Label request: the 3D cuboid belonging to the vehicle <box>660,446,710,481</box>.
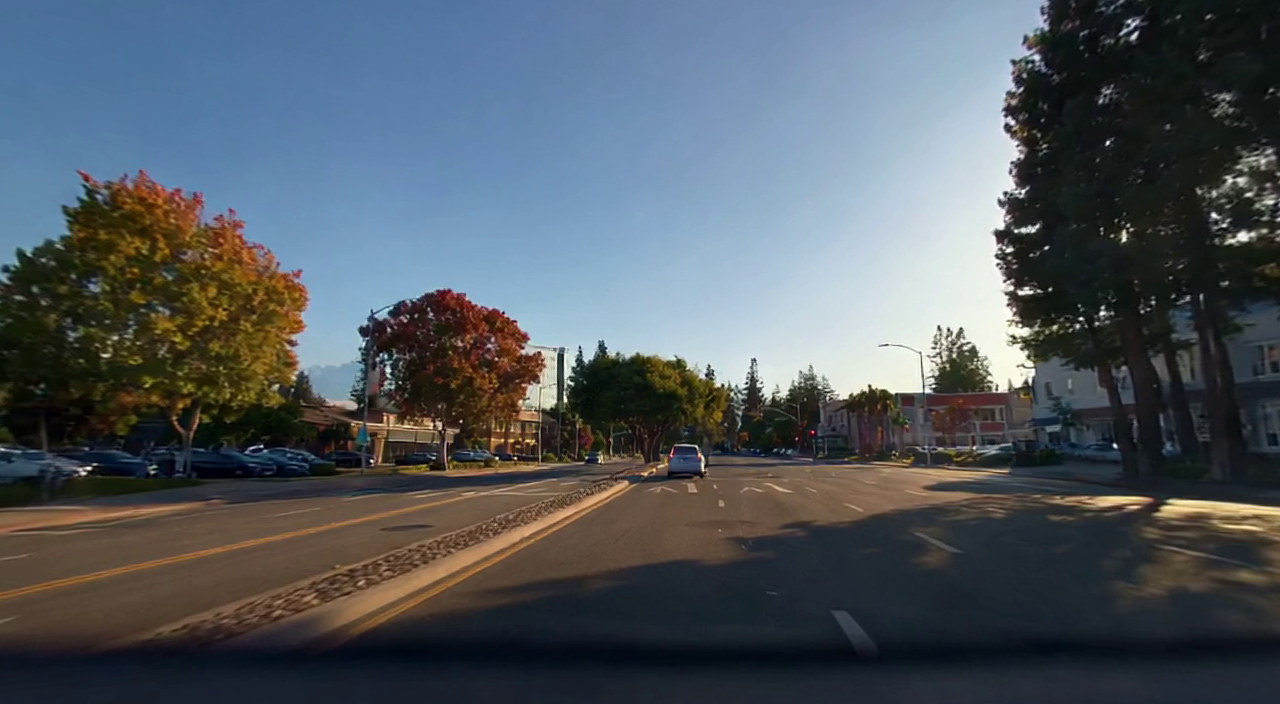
[{"bbox_3d":[2.045,4.983,28.534,2.064,1.477,3.968,-1,-9,4],"label":"vehicle"}]
